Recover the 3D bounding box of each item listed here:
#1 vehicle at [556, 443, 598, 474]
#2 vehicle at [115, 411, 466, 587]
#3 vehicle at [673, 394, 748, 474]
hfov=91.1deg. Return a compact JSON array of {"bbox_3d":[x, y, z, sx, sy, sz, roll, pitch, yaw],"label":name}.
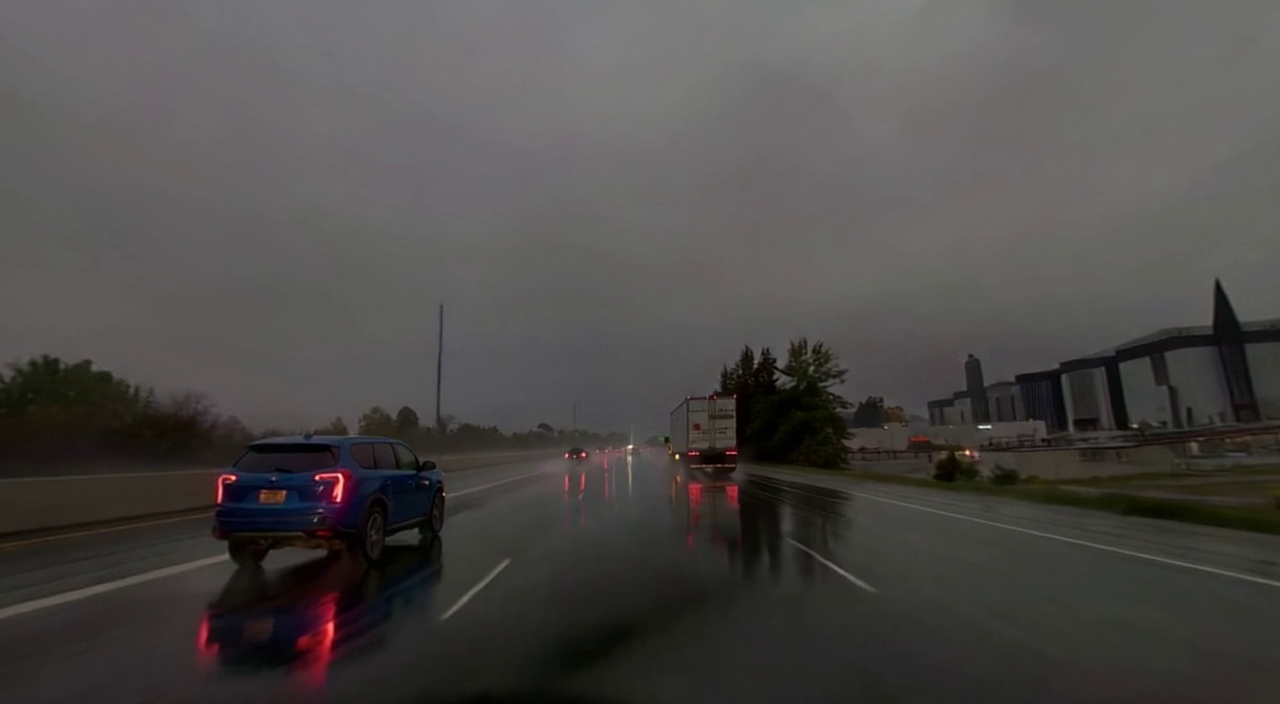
[{"bbox_3d":[-3.736,6.434,38.160,2.139,1.716,4.530,0,-9,0],"label":"vehicle"},{"bbox_3d":[-4.194,1.845,8.747,2.202,1.760,4.617,0,-9,0],"label":"vehicle"},{"bbox_3d":[4.124,5.460,40.622,2.998,4.236,13.886,0,-9,-1],"label":"vehicle"}]
